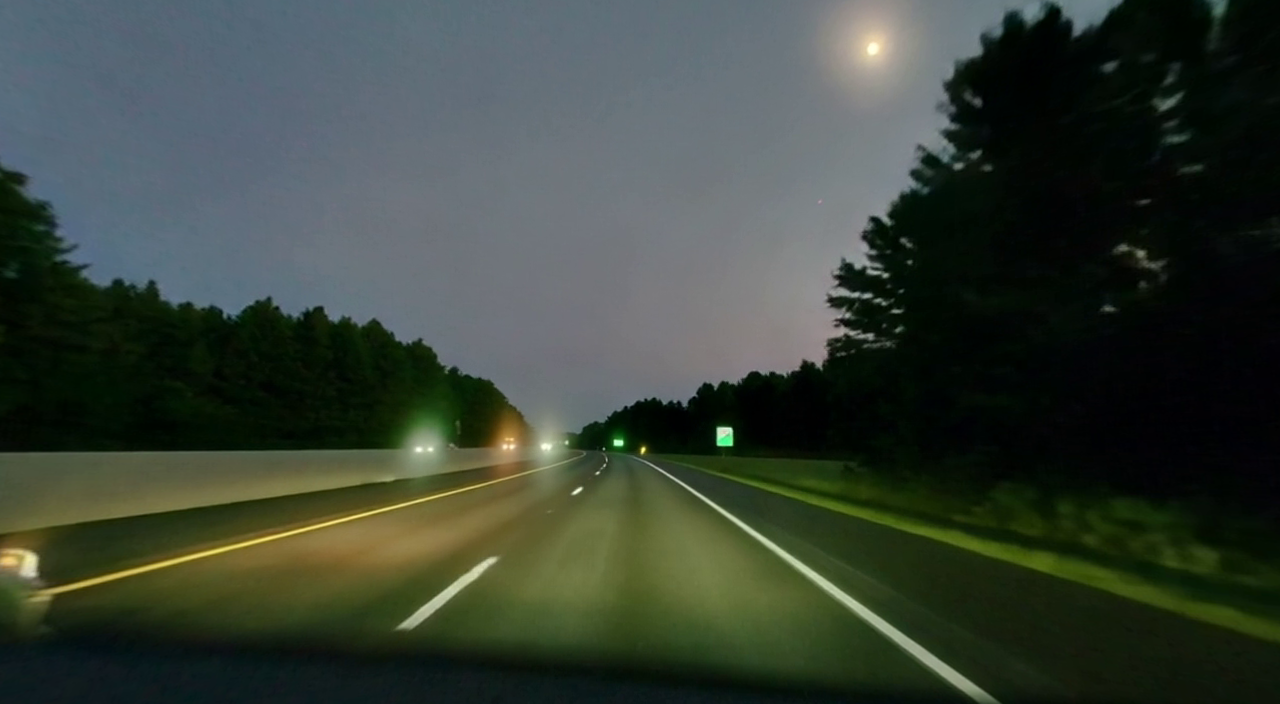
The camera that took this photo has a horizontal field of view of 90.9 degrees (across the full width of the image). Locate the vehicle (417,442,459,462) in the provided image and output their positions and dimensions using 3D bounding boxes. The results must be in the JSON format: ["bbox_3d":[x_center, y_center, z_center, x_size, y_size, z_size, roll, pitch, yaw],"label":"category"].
[{"bbox_3d":[-15.827,7.858,49.548,1.903,1.485,4.494,0,-9,-2],"label":"vehicle"}]
